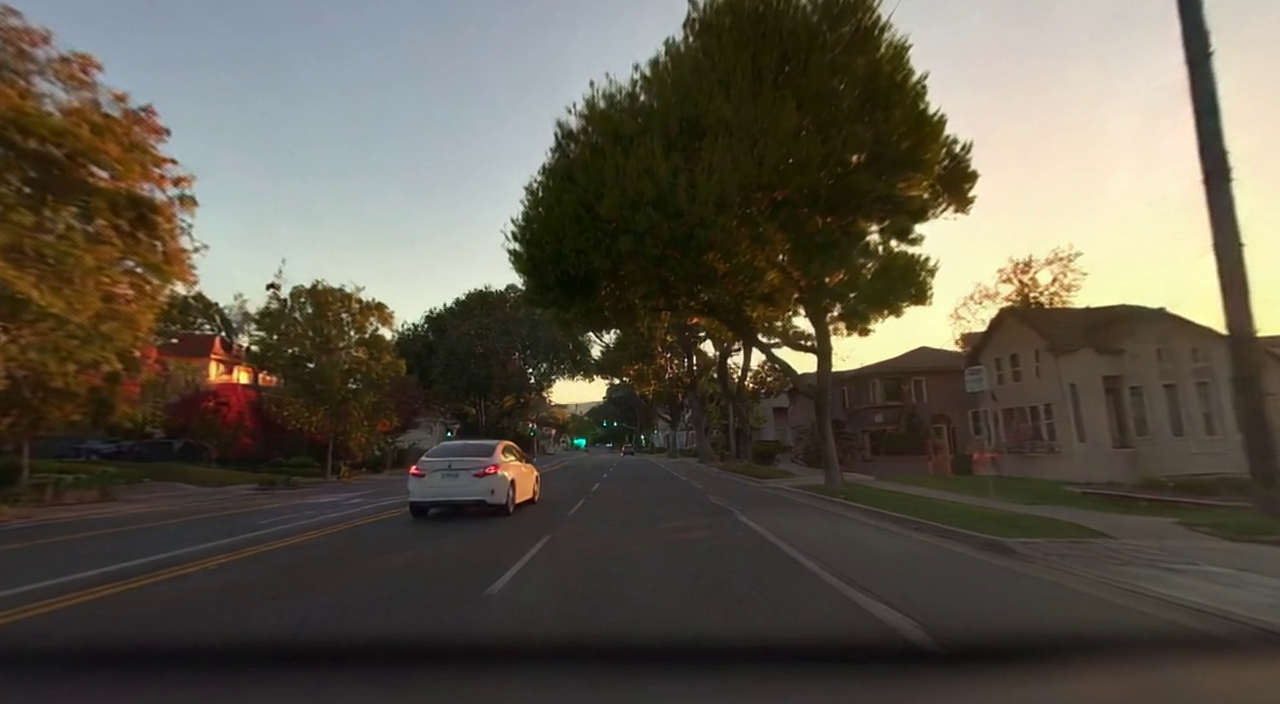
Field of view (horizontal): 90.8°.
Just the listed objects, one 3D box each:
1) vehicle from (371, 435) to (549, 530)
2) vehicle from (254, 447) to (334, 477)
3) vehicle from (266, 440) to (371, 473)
[{"bbox_3d":[-3.163,2.389,12.170,2.113,1.493,4.222,0,-9,1],"label":"vehicle"},{"bbox_3d":[-20.069,6.392,36.744,3.670,1.486,1.735,-3,-10,-3],"label":"vehicle"},{"bbox_3d":[-20.207,6.598,39.921,5.385,1.975,2.195,0,-9,-1],"label":"vehicle"}]
